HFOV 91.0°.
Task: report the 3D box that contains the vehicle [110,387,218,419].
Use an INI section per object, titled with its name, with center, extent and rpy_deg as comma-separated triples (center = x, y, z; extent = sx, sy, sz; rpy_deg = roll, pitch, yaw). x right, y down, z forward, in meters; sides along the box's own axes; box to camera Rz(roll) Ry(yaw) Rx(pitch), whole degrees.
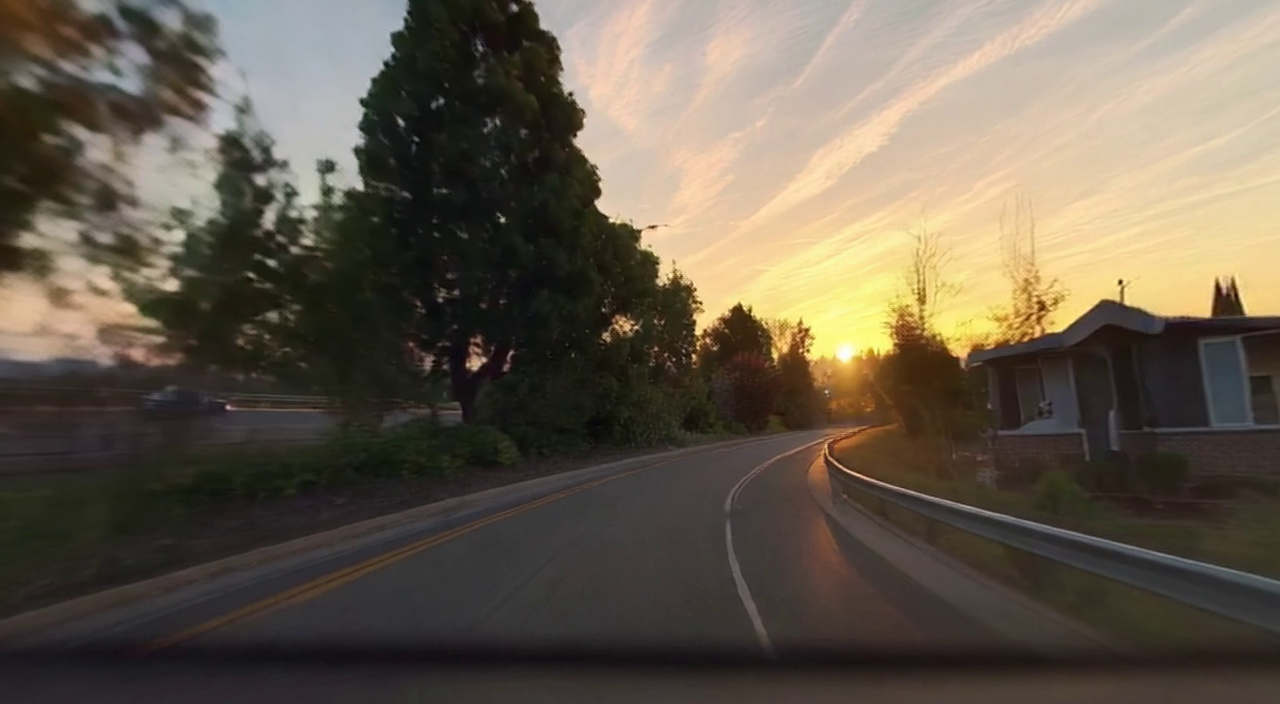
[vehicle]
center = -34.696, 3.789, 46.071
extent = 2.424, 2.051, 5.709
rpy_deg = -6, -8, 28
